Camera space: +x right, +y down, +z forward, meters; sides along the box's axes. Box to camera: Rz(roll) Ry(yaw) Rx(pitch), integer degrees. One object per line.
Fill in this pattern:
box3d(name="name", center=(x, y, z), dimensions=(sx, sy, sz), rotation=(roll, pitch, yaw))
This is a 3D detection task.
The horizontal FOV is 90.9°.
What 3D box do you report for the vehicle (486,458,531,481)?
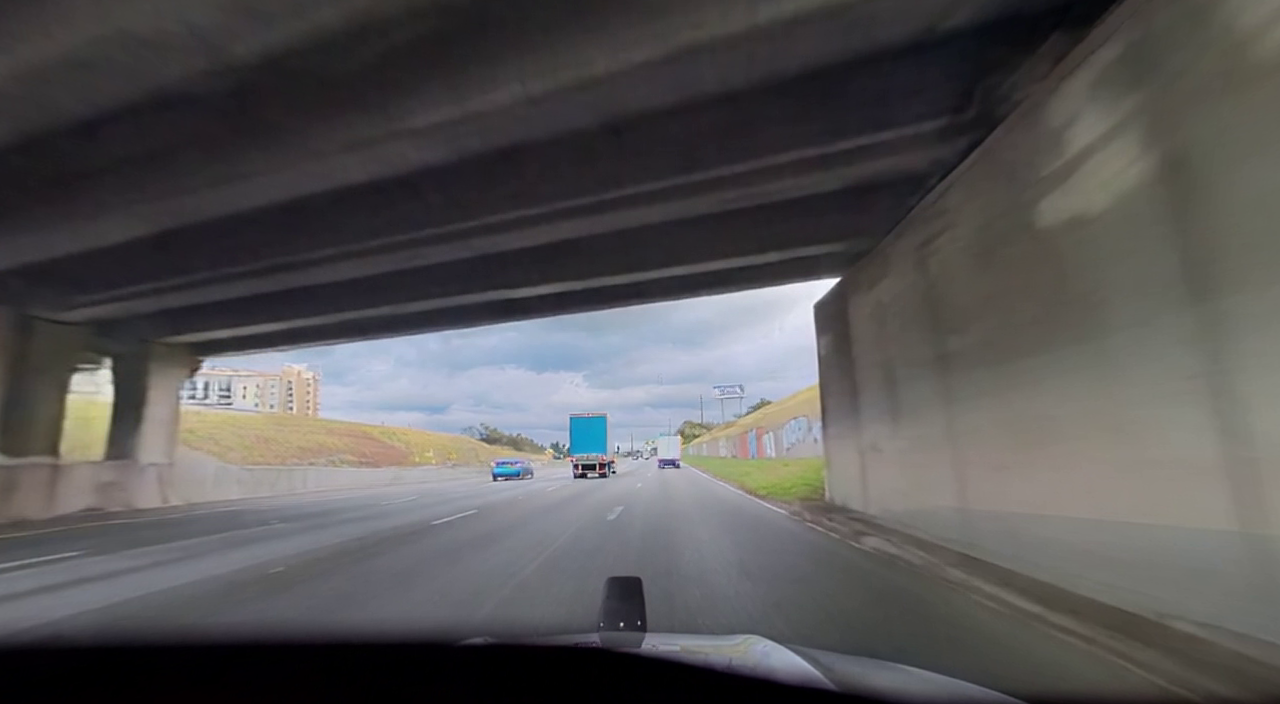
box3d(name="vehicle", center=(-8.884, 7.985, 43.036), dimensions=(1.940, 1.381, 4.348), rotation=(-1, -9, 3))
